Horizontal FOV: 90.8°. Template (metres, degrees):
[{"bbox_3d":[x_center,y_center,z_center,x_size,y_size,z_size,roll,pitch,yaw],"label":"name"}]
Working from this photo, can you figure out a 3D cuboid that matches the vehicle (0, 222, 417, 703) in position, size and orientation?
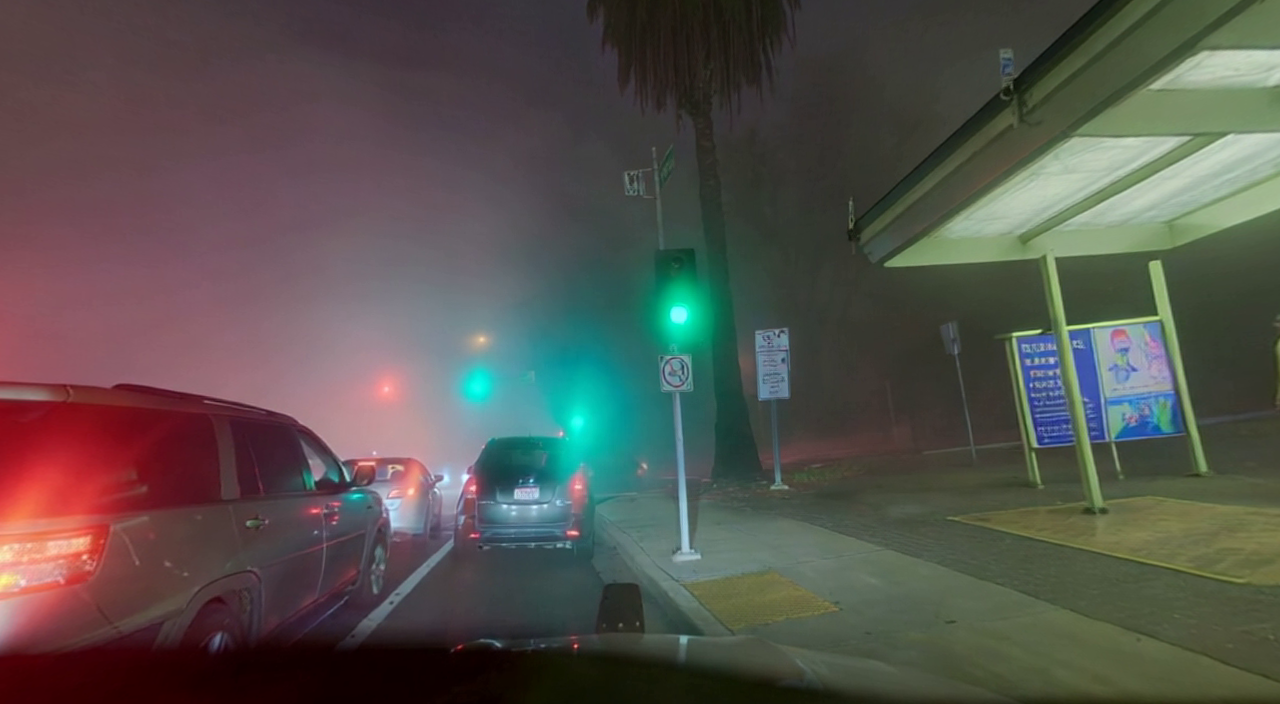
[{"bbox_3d":[-2.767,0.910,3.214,2.098,1.851,4.571,1,-9,-7],"label":"vehicle"}]

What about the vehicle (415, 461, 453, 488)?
[{"bbox_3d":[-14.616,8.677,44.975,1.964,1.642,4.085,1,-9,-9],"label":"vehicle"}]

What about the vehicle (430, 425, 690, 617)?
[{"bbox_3d":[-1.017,1.650,7.231,2.065,1.467,4.289,2,-9,-11],"label":"vehicle"}]
